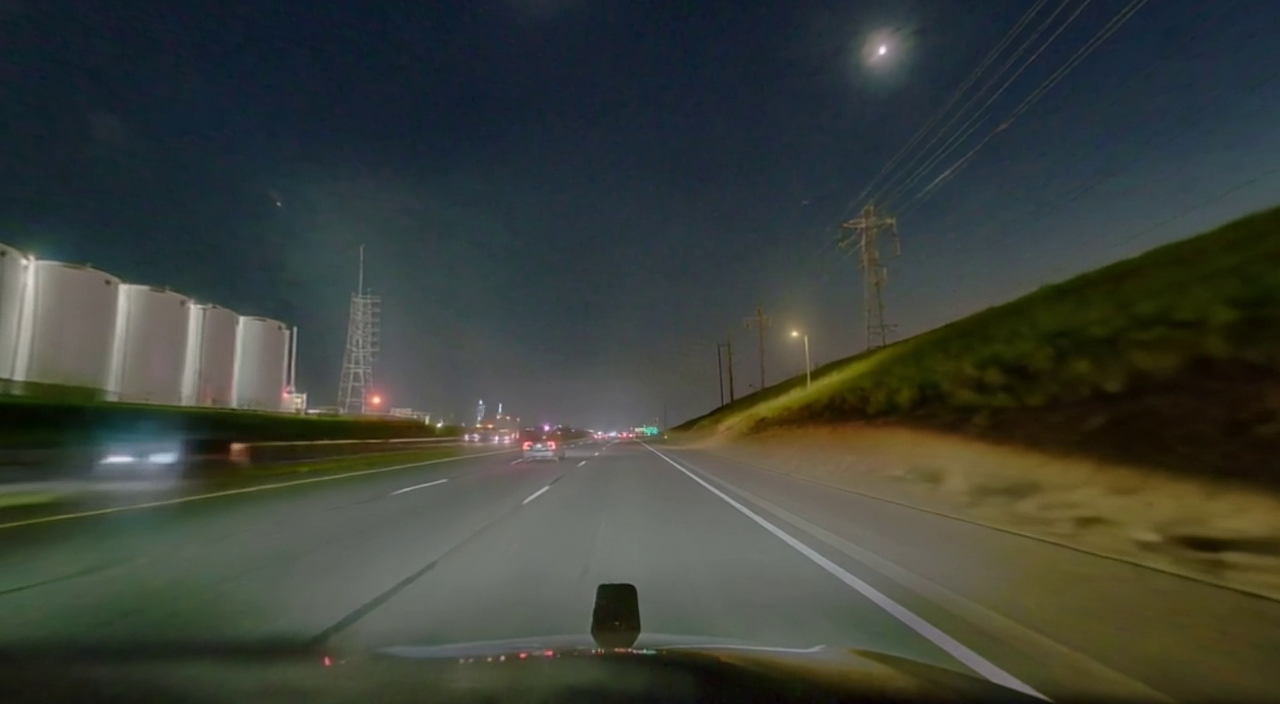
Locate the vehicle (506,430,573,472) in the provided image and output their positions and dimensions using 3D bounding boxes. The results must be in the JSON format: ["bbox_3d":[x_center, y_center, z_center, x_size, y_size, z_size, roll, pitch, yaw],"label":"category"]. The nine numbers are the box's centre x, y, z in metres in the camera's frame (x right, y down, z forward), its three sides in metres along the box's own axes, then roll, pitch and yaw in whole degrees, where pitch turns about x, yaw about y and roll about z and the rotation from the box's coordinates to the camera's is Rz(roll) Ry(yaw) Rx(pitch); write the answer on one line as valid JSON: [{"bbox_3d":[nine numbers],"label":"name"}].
[{"bbox_3d":[-3.731,3.747,24.082,1.952,1.462,3.969,0,-8,-1],"label":"vehicle"}]

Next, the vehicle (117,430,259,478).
[{"bbox_3d":[-15.541,3.503,21.998,1.891,1.492,4.182,0,-8,-1],"label":"vehicle"}]
